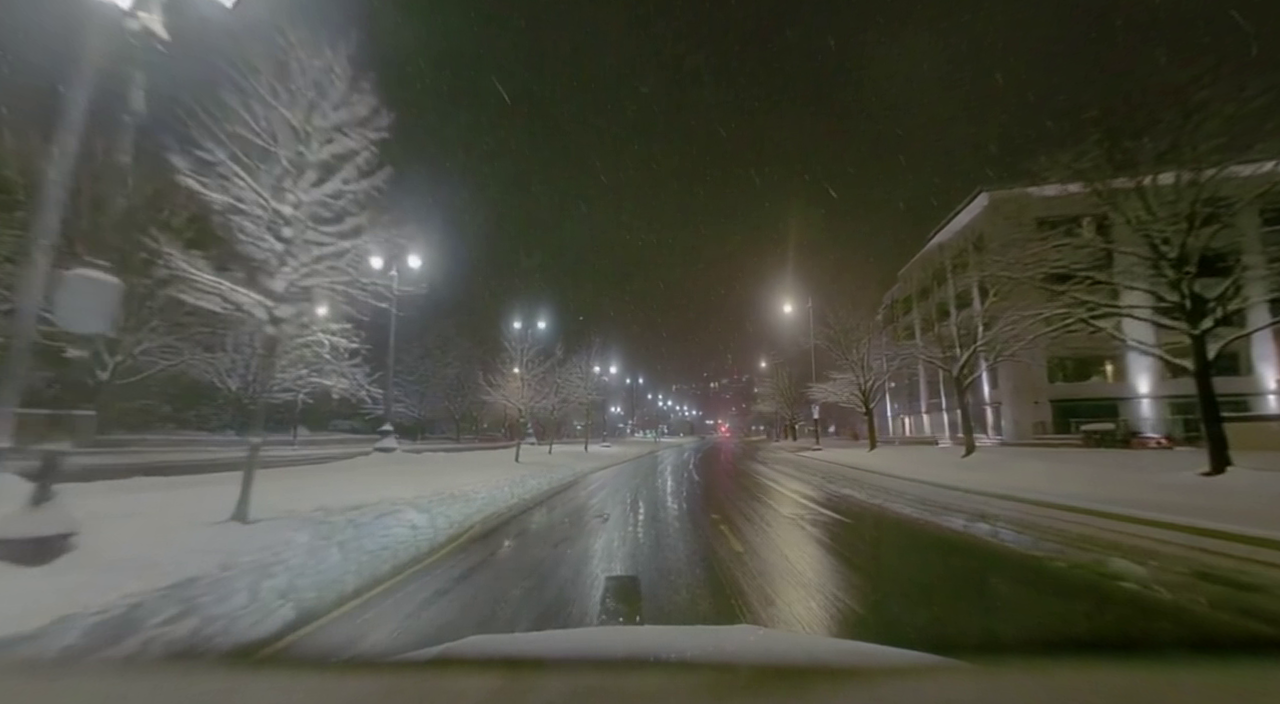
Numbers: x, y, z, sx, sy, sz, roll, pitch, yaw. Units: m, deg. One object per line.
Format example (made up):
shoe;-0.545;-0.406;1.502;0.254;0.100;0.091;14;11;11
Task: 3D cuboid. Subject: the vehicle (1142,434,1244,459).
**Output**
vehicle;32.736;5.601;37.471;4.329;1.466;1.846;0;-8;-1

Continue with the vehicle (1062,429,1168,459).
vehicle;33.840;6.571;45.180;5.608;2.033;2.152;-1;-8;5
